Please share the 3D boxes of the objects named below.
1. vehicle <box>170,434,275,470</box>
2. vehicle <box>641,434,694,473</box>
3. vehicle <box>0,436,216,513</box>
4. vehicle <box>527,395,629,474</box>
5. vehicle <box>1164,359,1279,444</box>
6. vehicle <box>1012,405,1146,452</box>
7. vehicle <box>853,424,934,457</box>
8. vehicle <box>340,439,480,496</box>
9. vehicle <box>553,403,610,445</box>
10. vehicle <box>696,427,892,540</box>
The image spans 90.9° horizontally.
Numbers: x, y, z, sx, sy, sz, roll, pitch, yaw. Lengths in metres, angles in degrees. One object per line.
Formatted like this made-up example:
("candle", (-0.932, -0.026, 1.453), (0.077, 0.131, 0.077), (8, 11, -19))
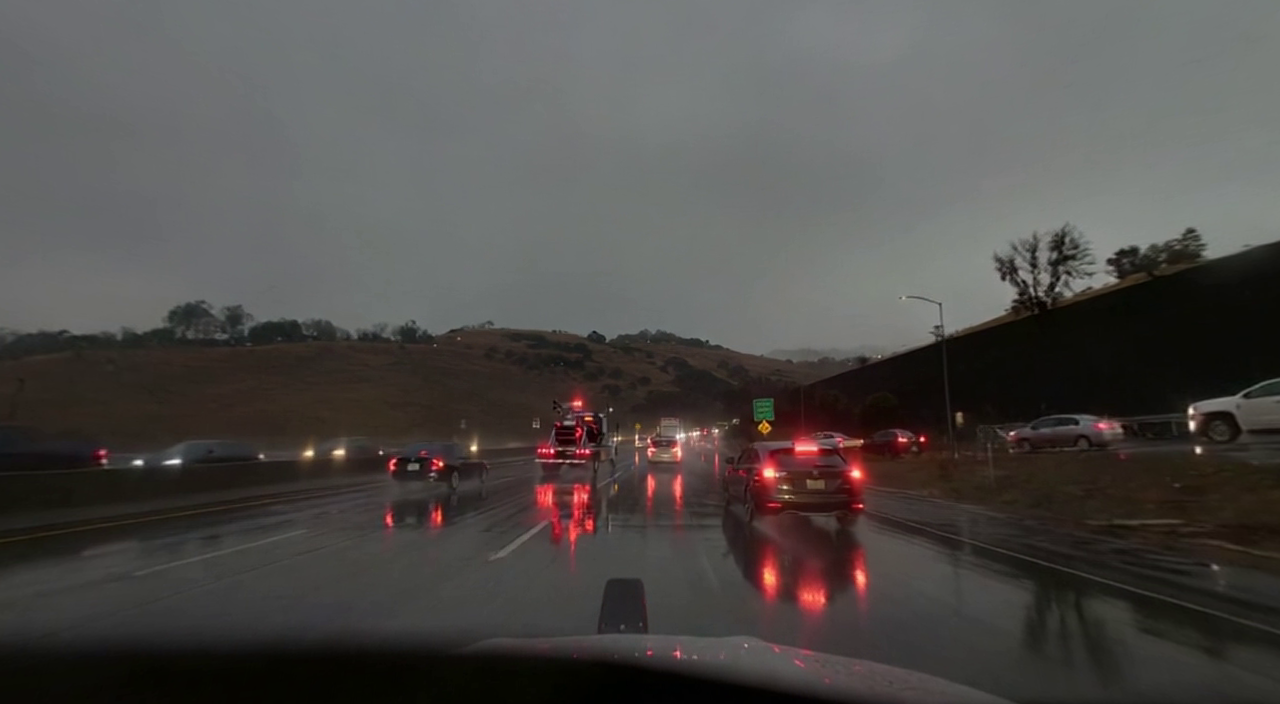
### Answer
("vehicle", (-22.643, 5.451, 34.499), (2.029, 1.808, 4.953), (-1, -8, 4))
("vehicle", (1.171, 4.262, 26.673), (2.079, 1.499, 3.915), (0, -8, 3))
("vehicle", (-12.572, 2.852, 15.195), (1.869, 1.603, 3.861), (0, -8, 3))
("vehicle", (-2.424, 3.879, 29.119), (3.162, 2.955, 10.282), (0, -8, 3))
("vehicle", (13.289, 0.999, 12.470), (1.979, 1.616, 4.268), (1, -8, -4))
("vehicle", (16.809, 3.003, 24.449), (2.034, 1.647, 4.188), (0, -8, -3))
("vehicle", (11.989, 4.218, 30.116), (1.930, 1.454, 4.126), (1, -8, -4))
("vehicle", (-6.317, 3.218, 18.089), (1.964, 1.395, 4.948), (0, -8, 3))
("vehicle", (-2.483, 3.246, 27.826), (1.893, 1.674, 4.766), (0, -8, 2))
("vehicle", (2.245, 2.072, 10.598), (2.040, 1.481, 4.260), (0, -8, -3))
